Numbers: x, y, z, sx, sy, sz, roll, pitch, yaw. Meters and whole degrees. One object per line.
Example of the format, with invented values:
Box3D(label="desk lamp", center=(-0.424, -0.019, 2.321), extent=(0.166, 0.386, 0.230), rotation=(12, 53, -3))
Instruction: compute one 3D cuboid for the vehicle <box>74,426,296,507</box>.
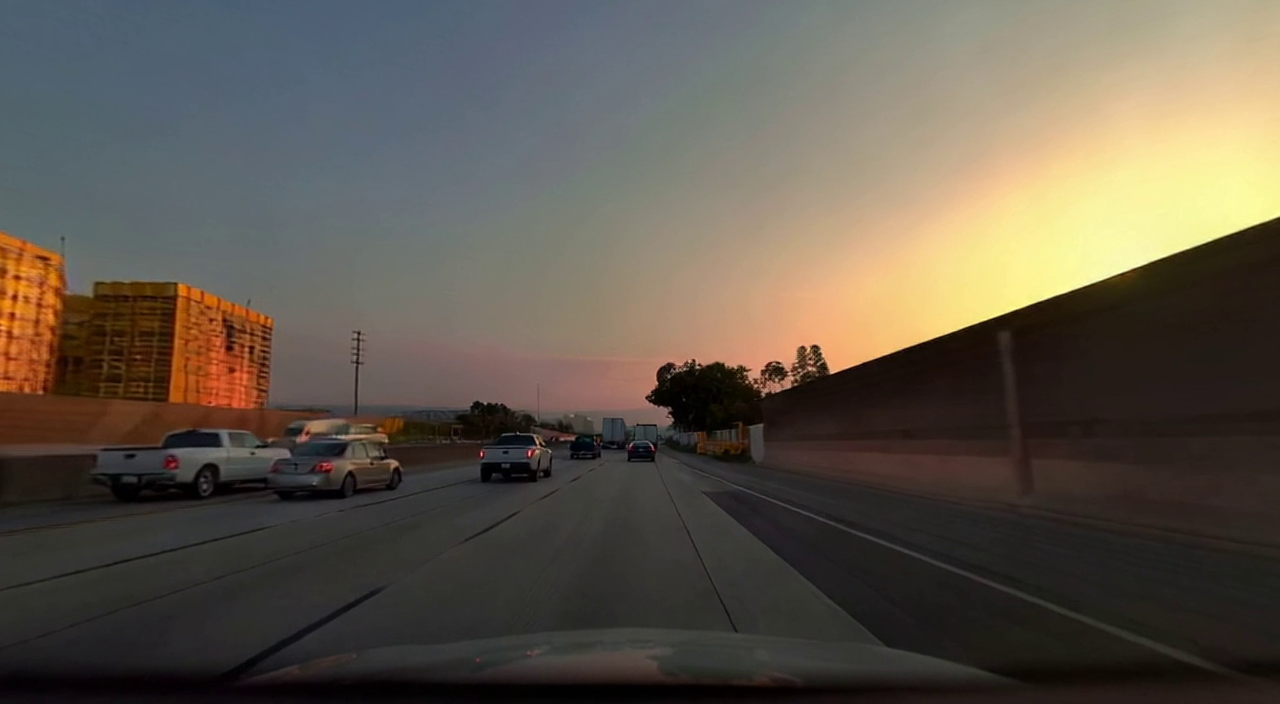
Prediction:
Box3D(label="vehicle", center=(-11.763, 2.975, 16.927), extent=(2.077, 1.829, 5.101), rotation=(0, -8, 1))

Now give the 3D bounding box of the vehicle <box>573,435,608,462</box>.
Box3D(label="vehicle", center=(-3.725, 7.355, 48.179), extent=(2.203, 1.958, 4.848), rotation=(0, -8, 1))

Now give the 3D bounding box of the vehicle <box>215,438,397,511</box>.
Box3D(label="vehicle", center=(-7.745, 2.855, 15.246), extent=(1.949, 1.476, 4.410), rotation=(0, -8, 1))

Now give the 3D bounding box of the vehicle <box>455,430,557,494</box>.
Box3D(label="vehicle", center=(-3.994, 3.365, 19.709), extent=(2.108, 1.740, 4.549), rotation=(0, -8, 1))

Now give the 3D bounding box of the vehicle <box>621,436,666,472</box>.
Box3D(label="vehicle", center=(0.181, 5.196, 32.279), extent=(2.136, 1.678, 4.052), rotation=(0, -8, 1))
